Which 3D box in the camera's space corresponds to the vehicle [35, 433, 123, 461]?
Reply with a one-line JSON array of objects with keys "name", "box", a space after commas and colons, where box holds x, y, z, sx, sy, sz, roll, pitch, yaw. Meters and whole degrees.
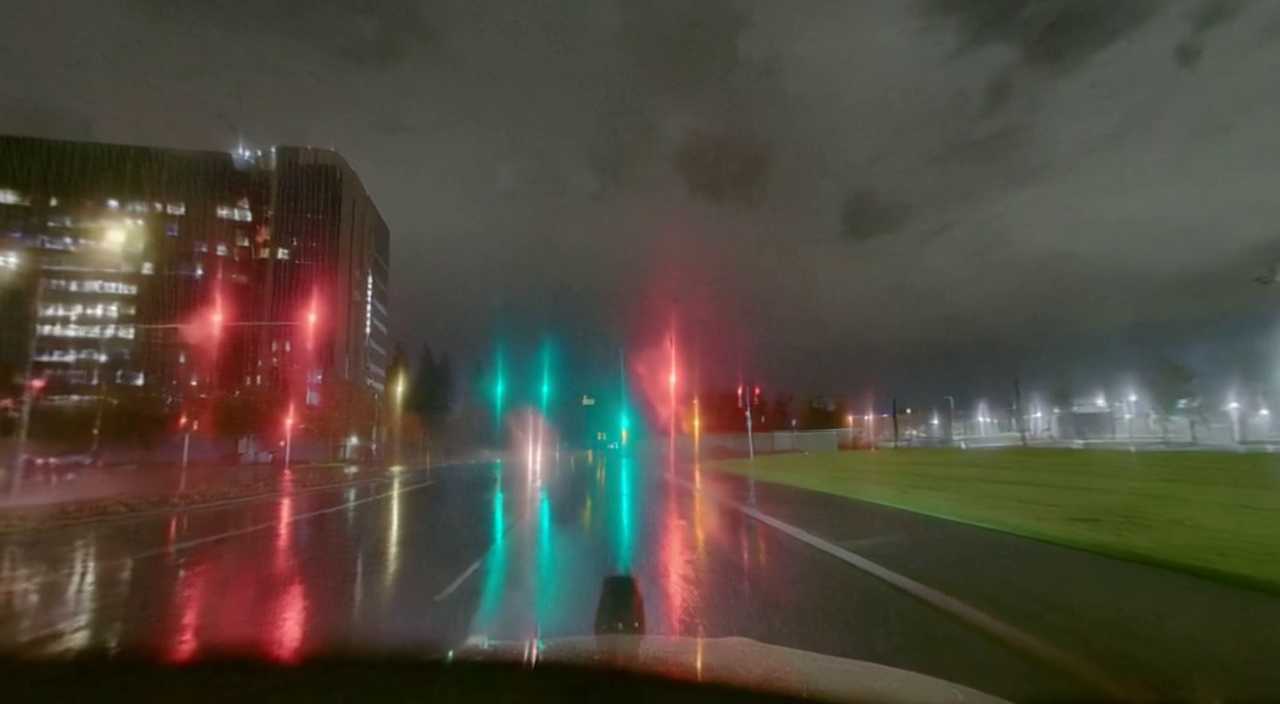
[{"name": "vehicle", "box": [-43.637, 7.431, 49.173, 2.119, 2.013, 5.475, 1, -9, -5]}]
